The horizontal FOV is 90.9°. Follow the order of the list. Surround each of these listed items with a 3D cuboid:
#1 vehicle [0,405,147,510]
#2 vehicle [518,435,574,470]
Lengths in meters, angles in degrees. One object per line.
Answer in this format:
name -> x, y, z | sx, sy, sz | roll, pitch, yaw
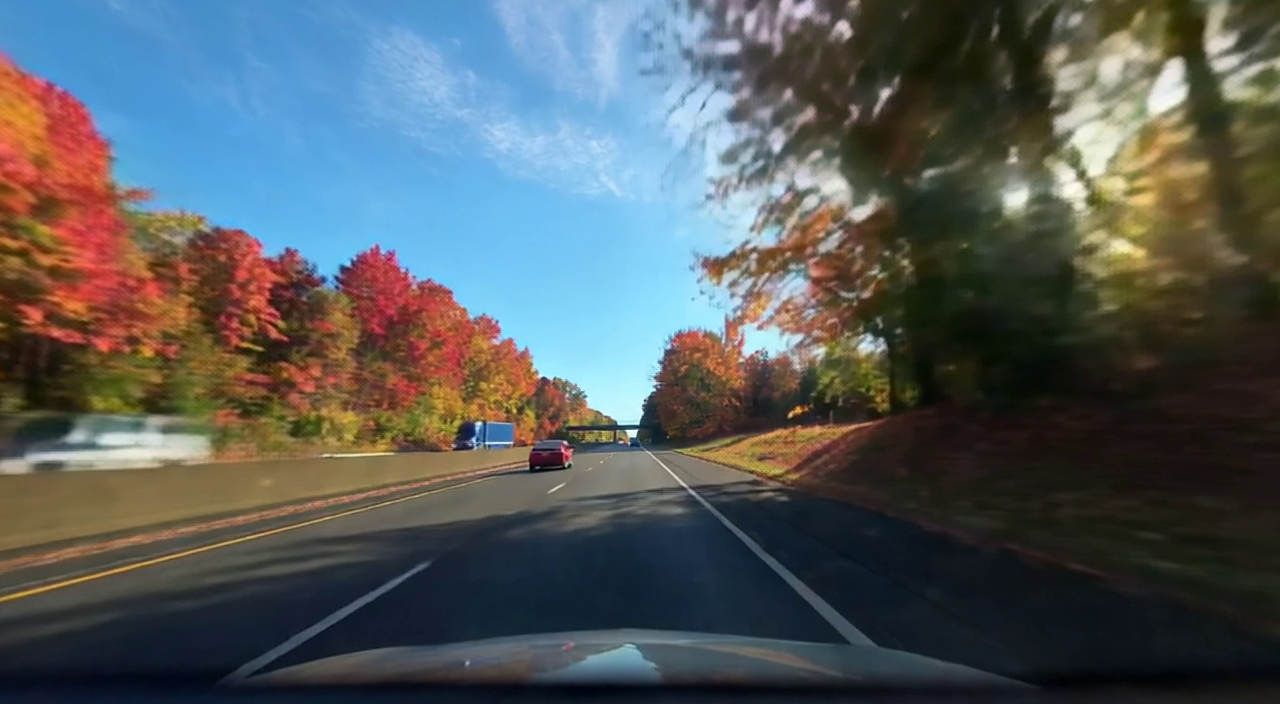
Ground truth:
vehicle -> -12.091, 1.927, 11.576 | 2.098, 1.796, 4.845 | 0, -8, 0
vehicle -> -4.426, 4.800, 30.208 | 2.002, 1.553, 4.247 | 0, -8, 0
